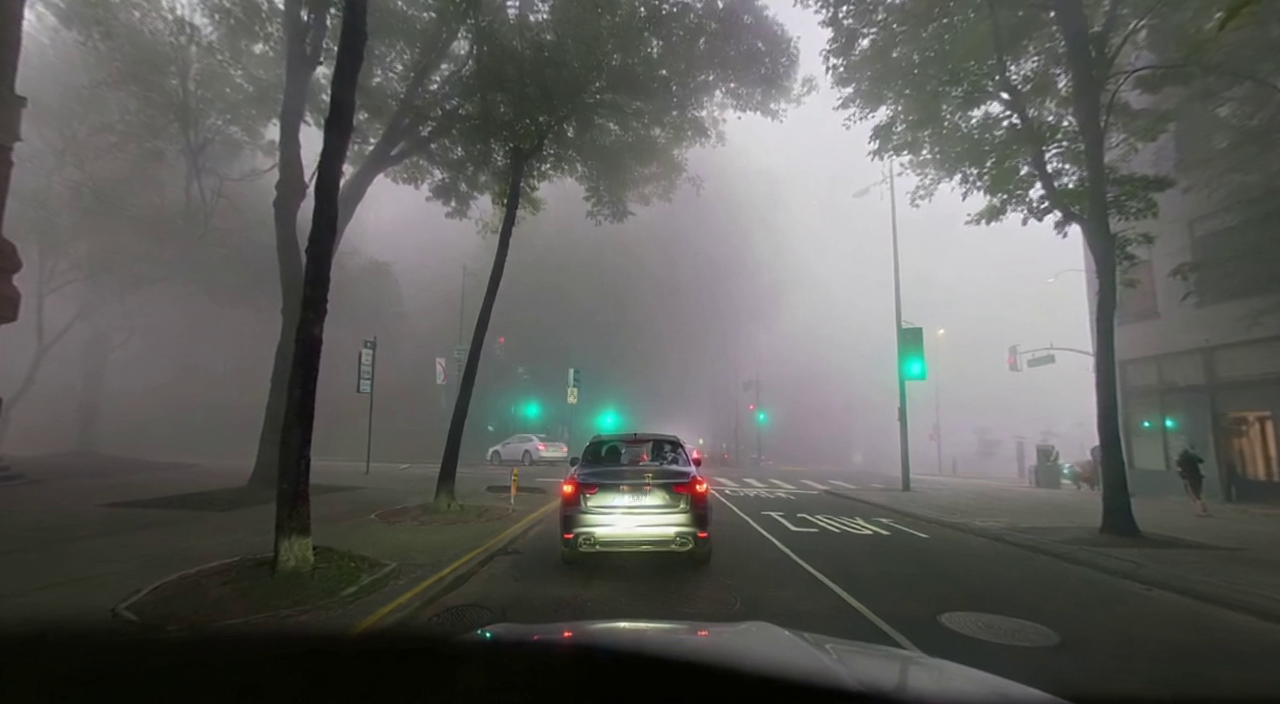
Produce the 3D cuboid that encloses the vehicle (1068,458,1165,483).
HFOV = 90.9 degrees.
[{"bbox_3d":[30.187,7.513,39.986,4.668,1.441,1.904,0,-9,-4],"label":"vehicle"}]

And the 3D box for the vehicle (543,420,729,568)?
[{"bbox_3d":[-0.075,1.875,9.042,2.079,1.621,3.861,0,-9,-1],"label":"vehicle"}]

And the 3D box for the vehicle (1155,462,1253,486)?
[{"bbox_3d":[35.902,7.756,40.182,4.457,1.409,1.873,0,-9,-2],"label":"vehicle"}]

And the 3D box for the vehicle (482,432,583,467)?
[{"bbox_3d":[-5.319,4.807,31.041,4.536,1.586,2.254,-6,-10,33],"label":"vehicle"}]
